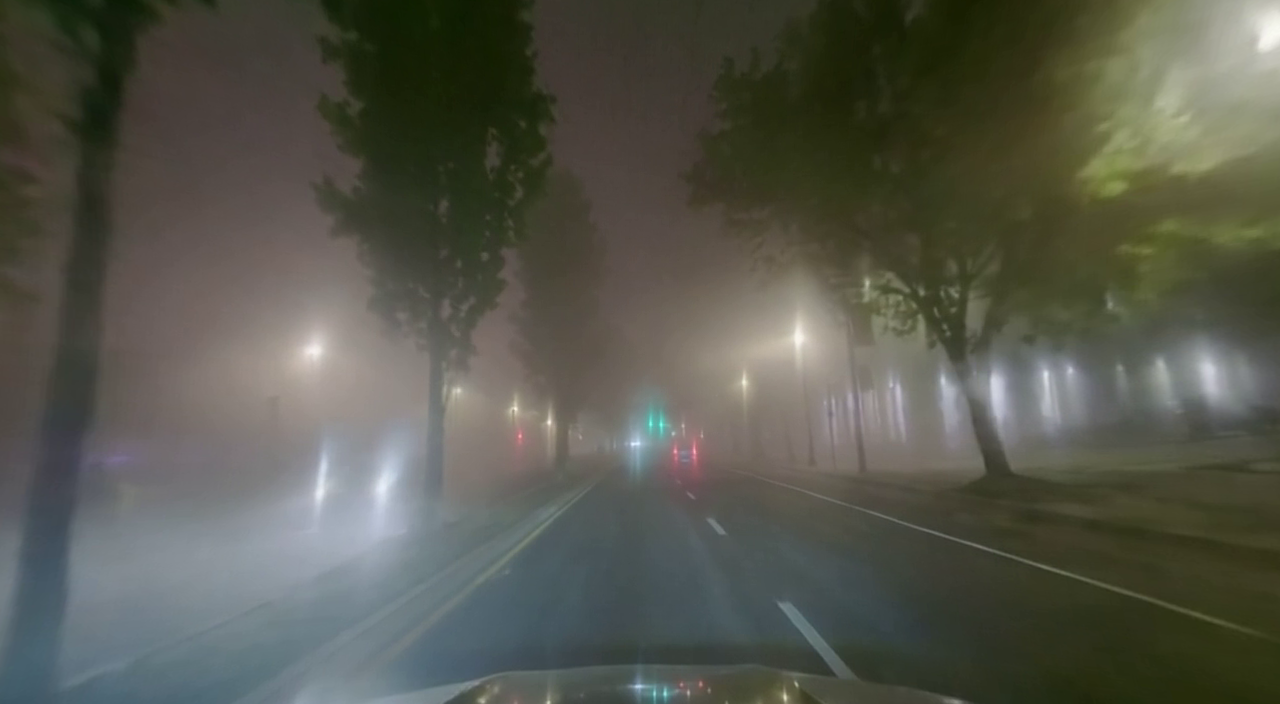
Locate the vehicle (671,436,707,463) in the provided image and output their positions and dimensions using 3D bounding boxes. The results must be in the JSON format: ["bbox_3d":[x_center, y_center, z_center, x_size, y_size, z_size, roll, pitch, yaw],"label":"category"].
[{"bbox_3d":[3.286,6.611,42.859,2.129,1.719,4.205,0,-8,0],"label":"vehicle"}]

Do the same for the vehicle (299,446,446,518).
[{"bbox_3d":[-7.195,3.500,17.602,2.031,1.723,4.566,0,-8,1],"label":"vehicle"}]
